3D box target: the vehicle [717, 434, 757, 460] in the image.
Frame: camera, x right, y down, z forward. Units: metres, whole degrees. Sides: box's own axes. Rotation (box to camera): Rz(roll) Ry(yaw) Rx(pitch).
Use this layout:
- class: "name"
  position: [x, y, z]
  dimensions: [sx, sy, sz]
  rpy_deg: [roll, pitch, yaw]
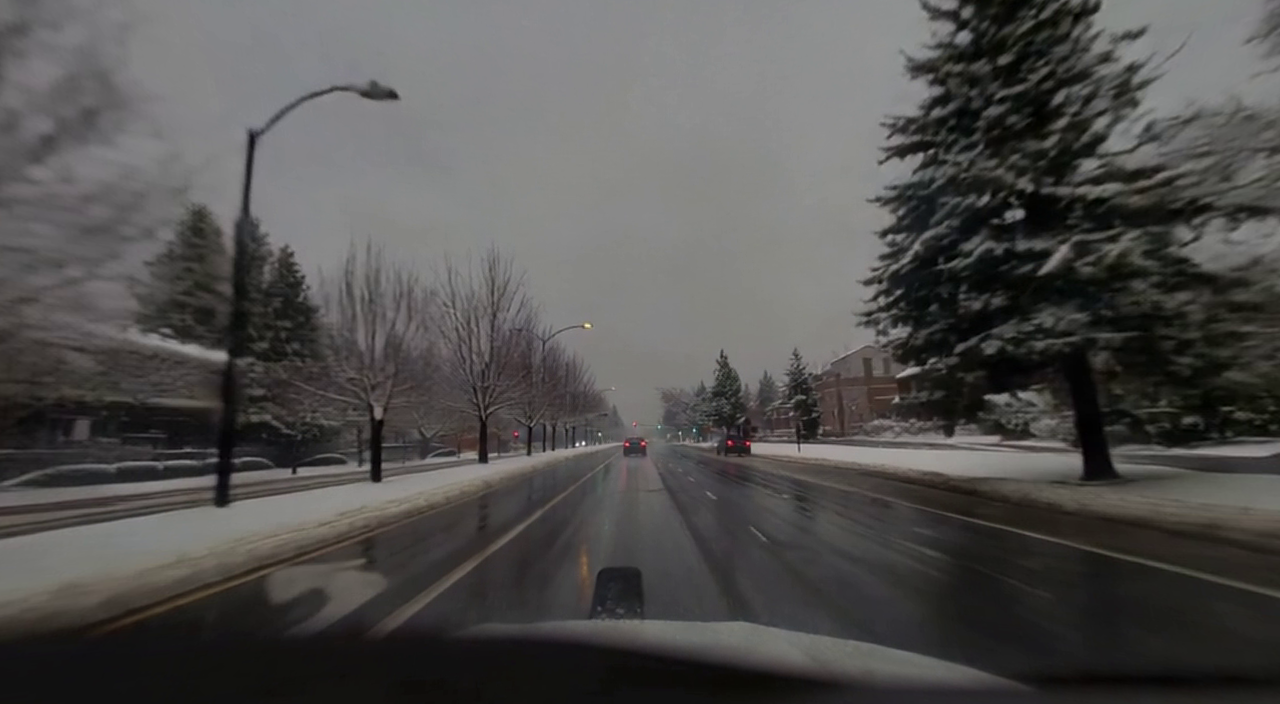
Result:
- class: "vehicle"
  position: [6.767, 6.715, 44.483]
  dimensions: [2.011, 1.710, 4.357]
  rpy_deg: [0, -9, -1]
